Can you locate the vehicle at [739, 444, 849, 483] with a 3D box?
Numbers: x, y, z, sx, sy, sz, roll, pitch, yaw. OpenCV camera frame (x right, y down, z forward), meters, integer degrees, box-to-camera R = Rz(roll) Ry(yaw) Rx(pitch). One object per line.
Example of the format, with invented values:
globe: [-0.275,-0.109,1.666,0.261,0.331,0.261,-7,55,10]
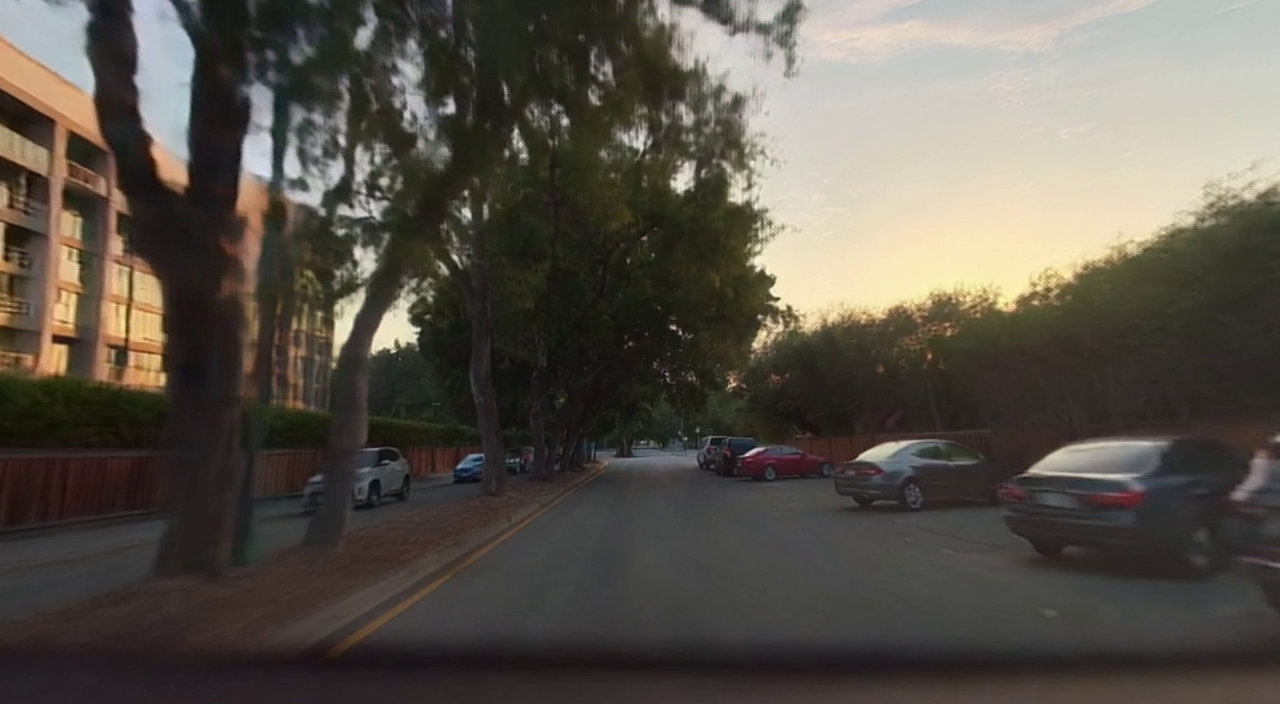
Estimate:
vehicle: [6.458,4.615,26.428,4.265,1.510,1.915,5,-10,-29]

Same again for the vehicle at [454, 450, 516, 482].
vehicle: [-8.032,5.921,33.154,1.911,1.497,4.738,0,-8,2]

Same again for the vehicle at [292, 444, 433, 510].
vehicle: [-7.943,3.578,18.651,2.172,1.707,4.273,0,-8,0]

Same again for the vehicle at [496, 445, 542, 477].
vehicle: [-7.607,6.862,40.092,1.957,1.693,4.588,-2,-6,1]

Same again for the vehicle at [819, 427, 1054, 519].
vehicle: [6.642,2.623,14.148,4.858,1.758,2.021,4,-9,-25]

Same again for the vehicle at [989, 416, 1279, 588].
vehicle: [7.072,1.748,8.163,4.846,1.645,2.008,4,-10,-27]
